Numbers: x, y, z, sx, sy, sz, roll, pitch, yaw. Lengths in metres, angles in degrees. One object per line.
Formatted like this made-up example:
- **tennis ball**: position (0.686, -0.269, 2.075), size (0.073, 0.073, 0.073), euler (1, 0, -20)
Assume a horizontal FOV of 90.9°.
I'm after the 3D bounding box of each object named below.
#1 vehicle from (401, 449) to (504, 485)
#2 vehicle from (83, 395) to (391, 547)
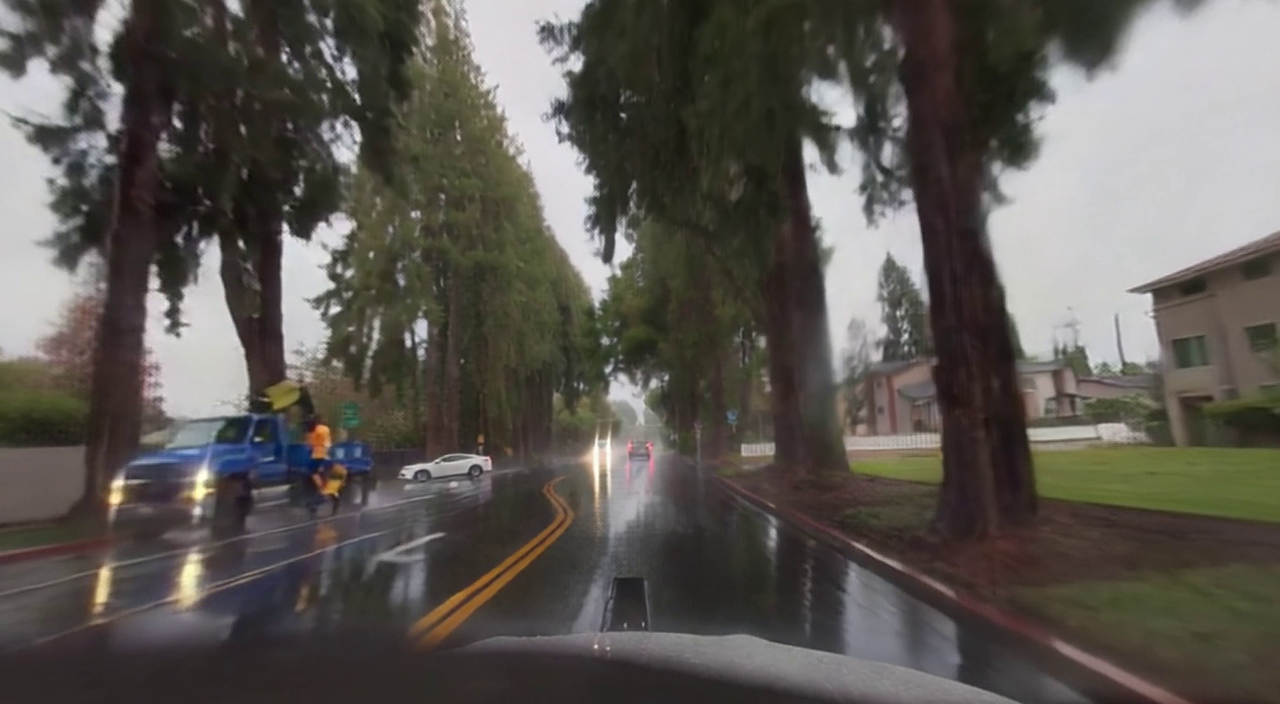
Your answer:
- **vehicle**: position (-9.363, 5.758, 31.782), size (4.594, 1.696, 1.971), euler (0, -8, -1)
- **vehicle**: position (-9.335, 2.857, 16.037), size (2.816, 2.723, 7.506), euler (-4, -8, 1)
